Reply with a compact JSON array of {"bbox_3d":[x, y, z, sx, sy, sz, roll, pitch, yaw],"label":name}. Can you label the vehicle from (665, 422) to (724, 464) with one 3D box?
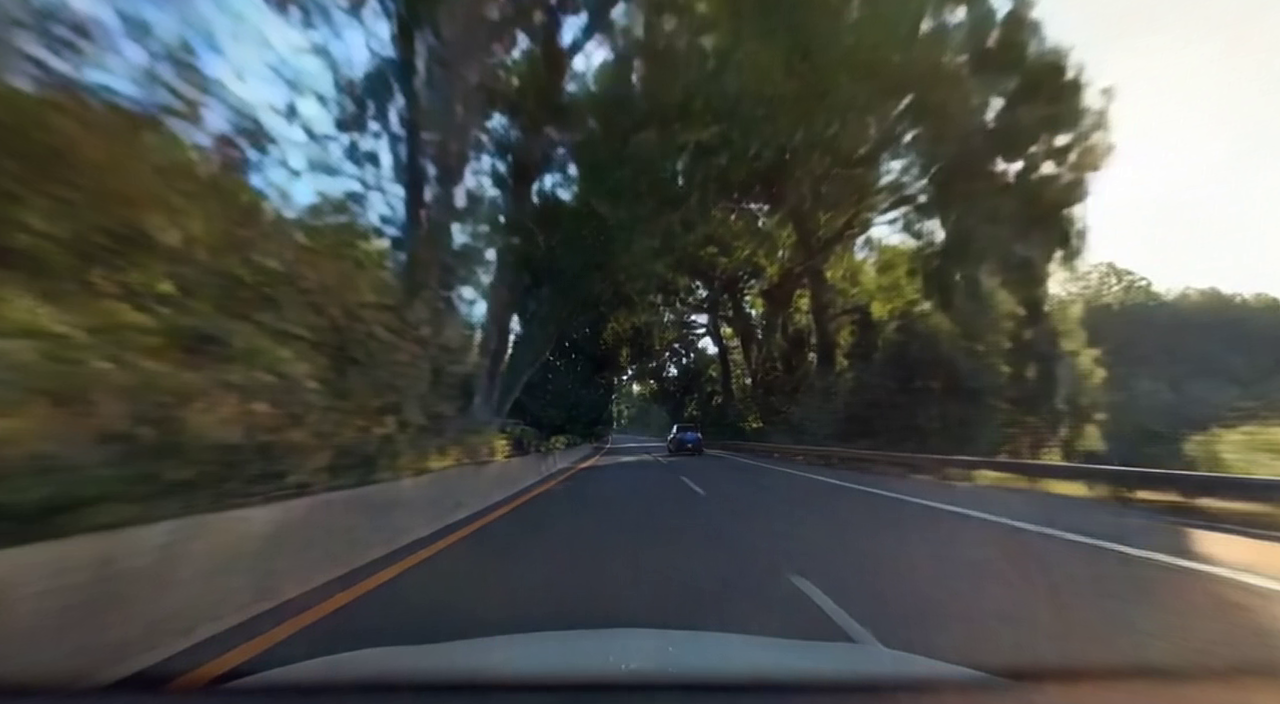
[{"bbox_3d":[2.487,4.294,29.952,2.240,1.801,4.545,0,-8,-2],"label":"vehicle"}]
